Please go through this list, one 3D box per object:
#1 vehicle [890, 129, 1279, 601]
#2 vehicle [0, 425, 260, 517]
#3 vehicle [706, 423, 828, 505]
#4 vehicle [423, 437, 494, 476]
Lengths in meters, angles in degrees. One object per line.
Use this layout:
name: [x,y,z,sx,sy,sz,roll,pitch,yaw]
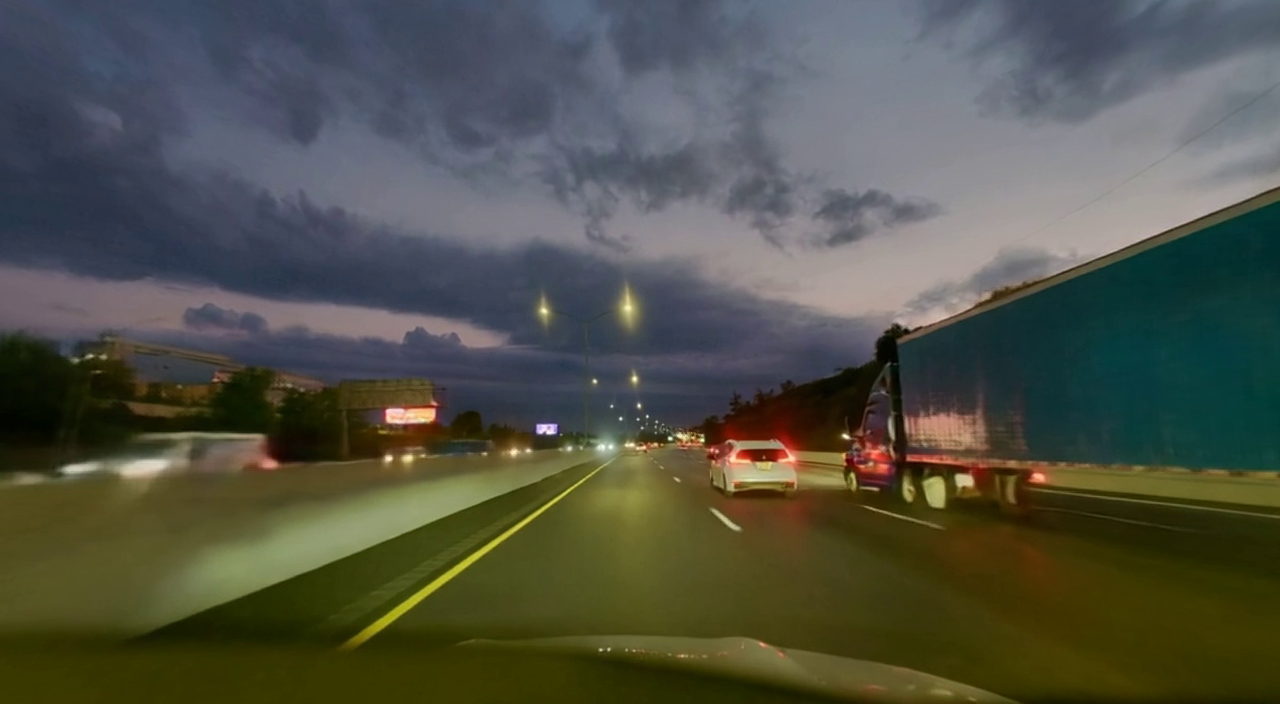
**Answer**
vehicle: [6.994,0.225,6.269,2.864,4.060,14.637,0,-9,-1]
vehicle: [-10.979,2.531,13.956,2.018,1.637,5.003,0,-9,0]
vehicle: [2.906,2.688,15.555,1.973,1.710,4.476,0,-9,-1]
vehicle: [-7.344,4.281,25.954,1.808,1.468,3.541,0,-9,1]
